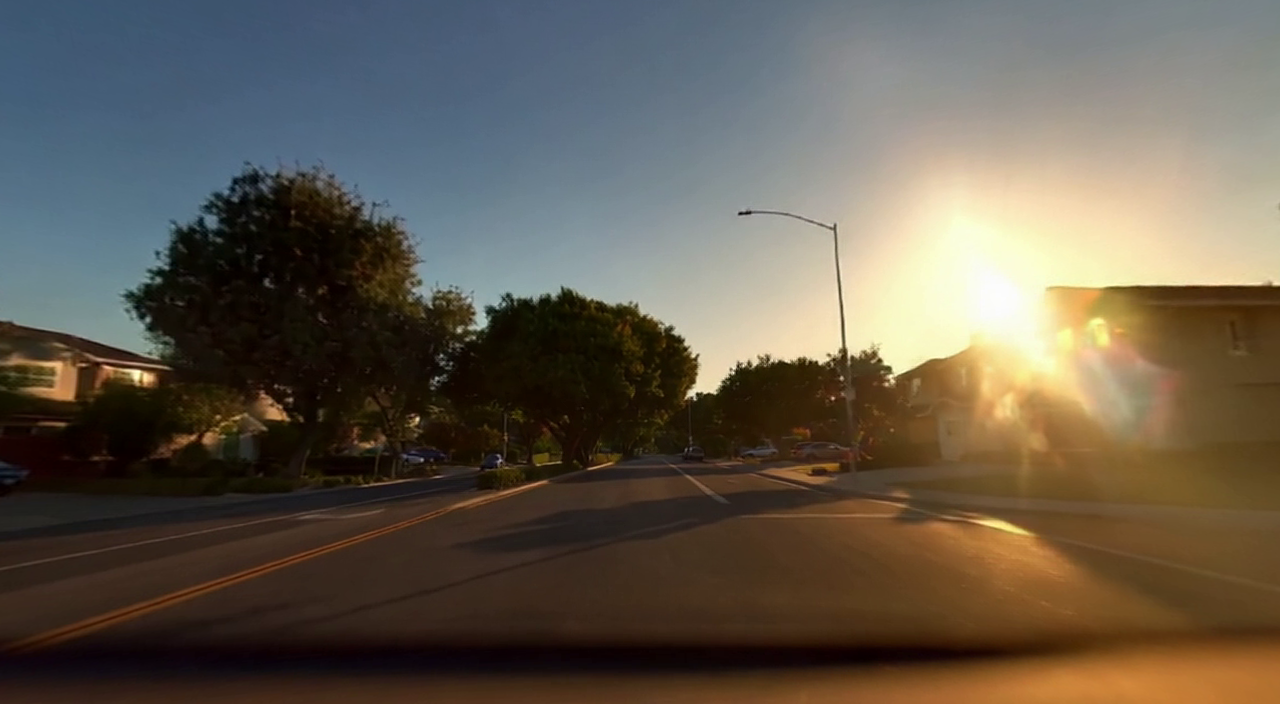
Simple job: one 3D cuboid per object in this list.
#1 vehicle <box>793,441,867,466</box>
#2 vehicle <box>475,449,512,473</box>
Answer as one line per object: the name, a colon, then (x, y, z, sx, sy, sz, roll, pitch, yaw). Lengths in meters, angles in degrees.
vehicle: (13.932, 7.475, 46.546, 4.775, 1.524, 1.983, -4, -9, 3)
vehicle: (-11.466, 8.601, 49.808, 2.020, 1.691, 4.308, -1, -10, -2)
